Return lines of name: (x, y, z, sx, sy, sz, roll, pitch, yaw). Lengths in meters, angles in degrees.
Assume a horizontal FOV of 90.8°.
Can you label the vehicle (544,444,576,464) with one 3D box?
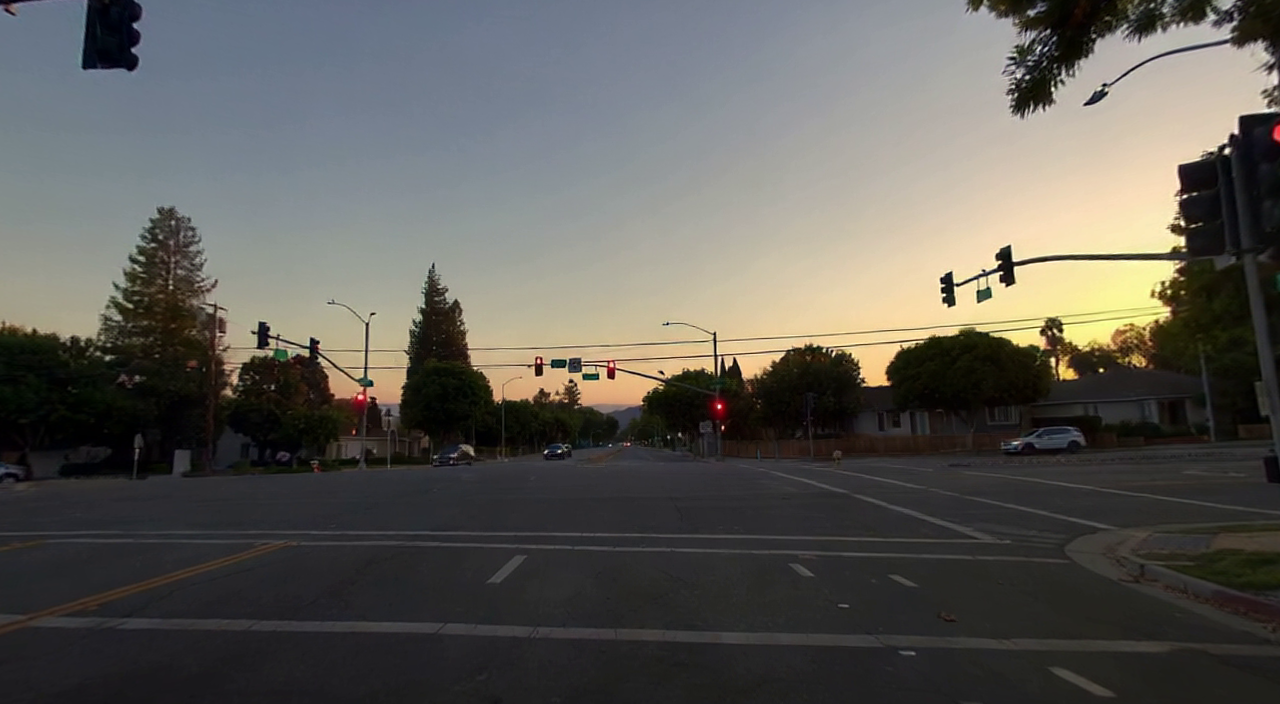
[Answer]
vehicle: (-6.116, 7.833, 48.644, 1.936, 1.444, 4.168, 0, -8, 0)
